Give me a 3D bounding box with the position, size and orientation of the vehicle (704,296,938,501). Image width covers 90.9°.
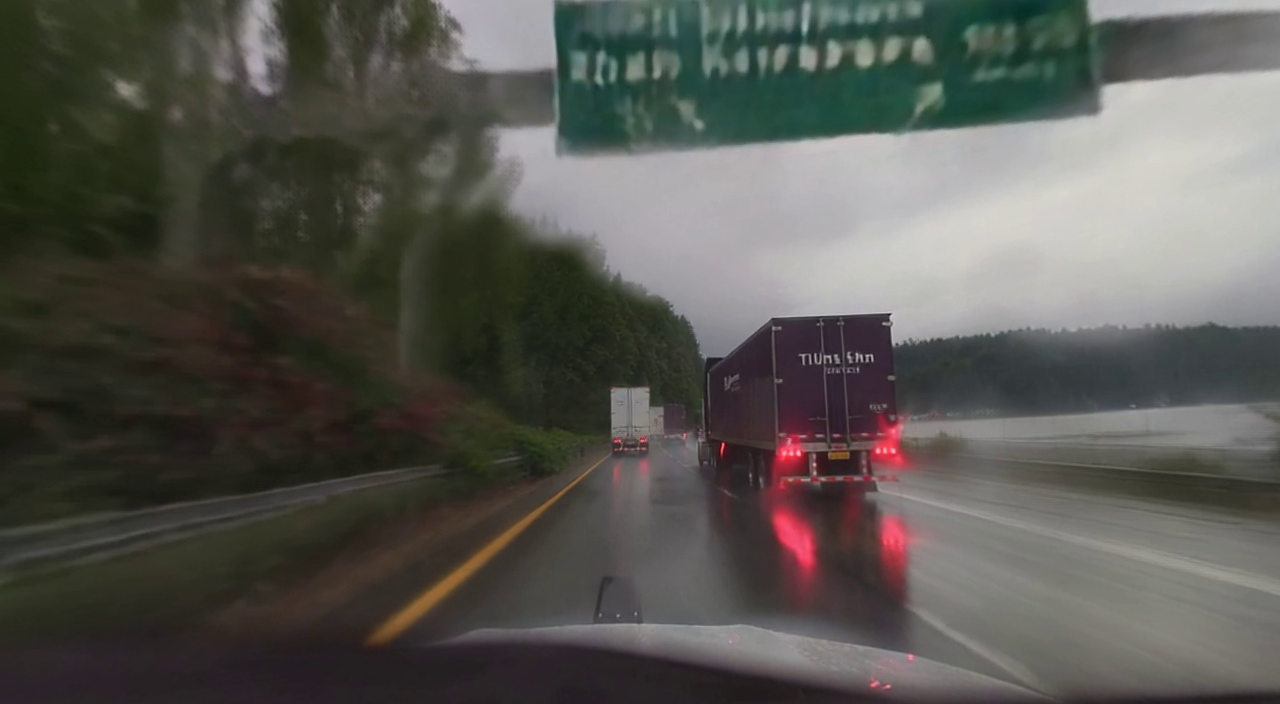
[{"bbox_3d":[4.348,1.871,19.907,2.856,4.145,14.500,0,-8,-1],"label":"vehicle"}]

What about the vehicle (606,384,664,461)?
[{"bbox_3d":[-0.320,4.325,37.668,2.958,3.917,10.196,0,-8,-1],"label":"vehicle"}]
